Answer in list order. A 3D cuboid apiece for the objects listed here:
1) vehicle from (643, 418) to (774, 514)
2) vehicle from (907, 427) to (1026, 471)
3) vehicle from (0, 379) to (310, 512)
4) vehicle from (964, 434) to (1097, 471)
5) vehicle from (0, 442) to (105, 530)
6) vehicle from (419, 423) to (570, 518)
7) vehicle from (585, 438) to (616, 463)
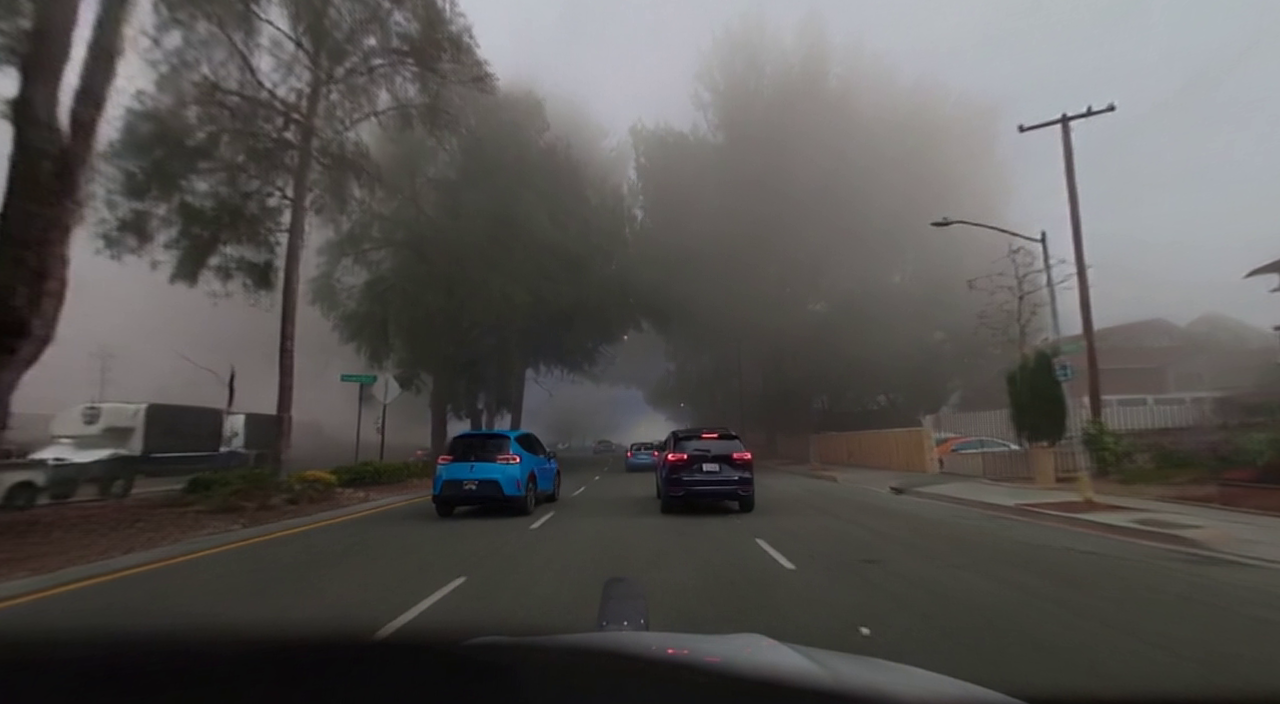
[{"bbox_3d":[1.285,2.454,13.940,2.280,1.747,4.361,0,-9,-2],"label":"vehicle"},{"bbox_3d":[15.966,4.720,31.135,2.032,1.877,4.876,1,-7,-25],"label":"vehicle"},{"bbox_3d":[-15.077,3.055,20.524,2.901,3.276,9.720,-1,-9,4],"label":"vehicle"},{"bbox_3d":[19.222,4.966,31.339,2.320,1.592,5.103,2,-8,-24],"label":"vehicle"},{"bbox_3d":[-11.928,2.259,10.516,1.923,1.490,4.501,-1,-9,2],"label":"vehicle"},{"bbox_3d":[-2.882,2.494,13.735,2.043,1.687,4.676,-1,-9,2],"label":"vehicle"},{"bbox_3d":[-2.909,7.393,47.190,2.014,1.755,4.360,0,-9,1],"label":"vehicle"}]
